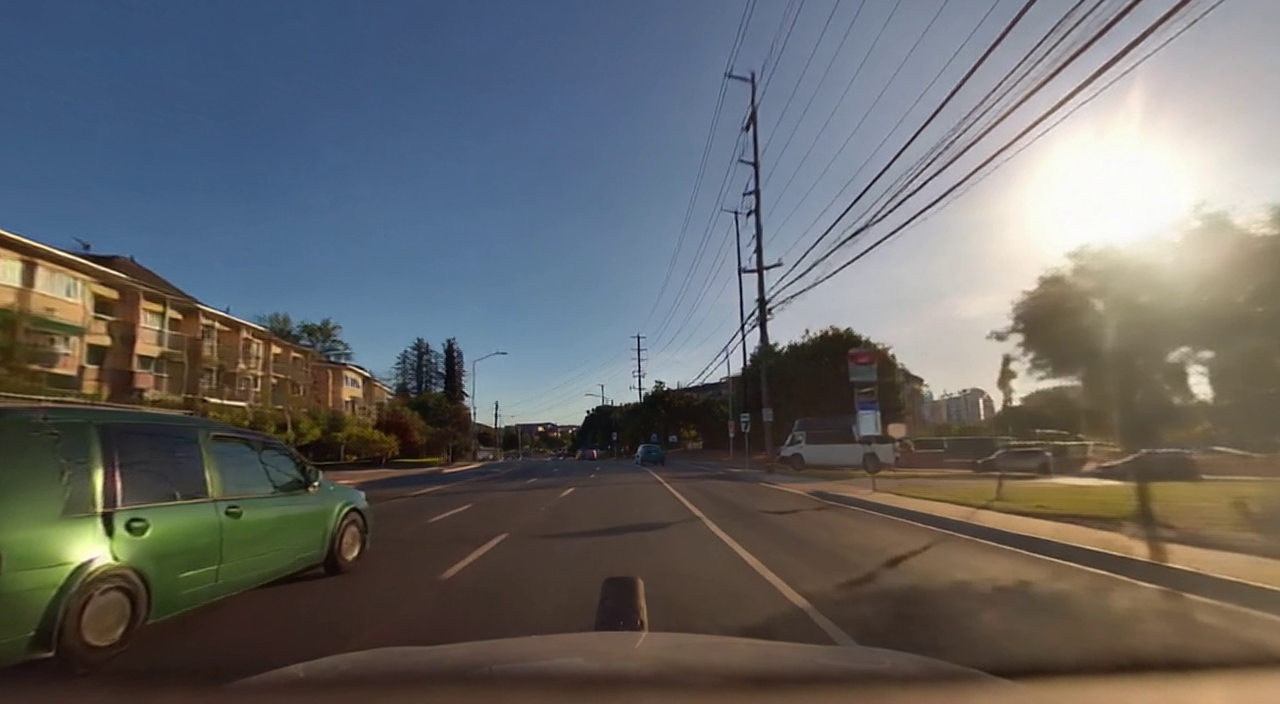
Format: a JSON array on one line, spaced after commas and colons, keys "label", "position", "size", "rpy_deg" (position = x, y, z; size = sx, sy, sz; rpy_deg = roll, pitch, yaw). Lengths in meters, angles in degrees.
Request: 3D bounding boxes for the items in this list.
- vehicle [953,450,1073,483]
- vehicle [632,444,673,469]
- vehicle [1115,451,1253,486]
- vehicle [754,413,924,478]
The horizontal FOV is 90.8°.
[{"label": "vehicle", "position": [17.183, 5.284, 29.372], "size": [4.396, 1.447, 1.838], "rpy_deg": [-3, -10, 17]}, {"label": "vehicle", "position": [0.727, 6.585, 39.791], "size": [2.015, 1.467, 4.117], "rpy_deg": [1, -9, -7]}, {"label": "vehicle", "position": [24.240, 5.188, 28.249], "size": [4.462, 1.449, 1.877], "rpy_deg": [1, -9, -3]}, {"label": "vehicle", "position": [10.295, 4.908, 33.028], "size": [7.877, 3.013, 2.916], "rpy_deg": [-5, -11, 30]}]
